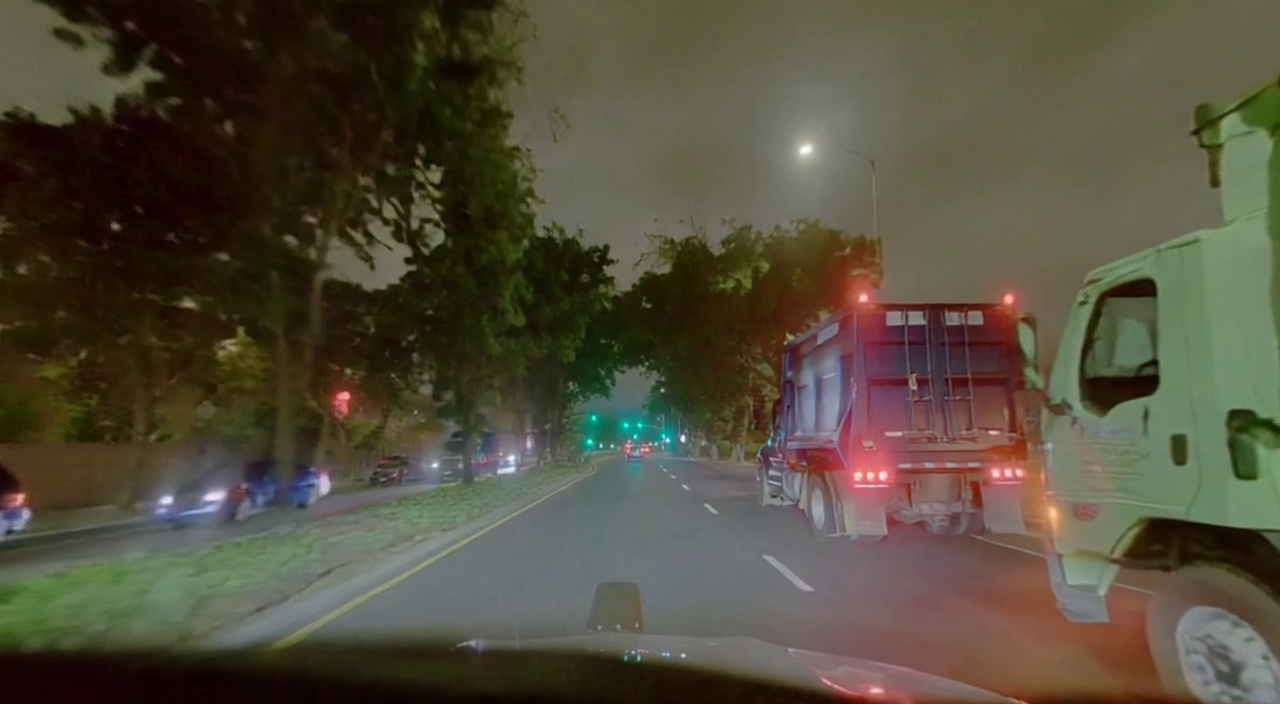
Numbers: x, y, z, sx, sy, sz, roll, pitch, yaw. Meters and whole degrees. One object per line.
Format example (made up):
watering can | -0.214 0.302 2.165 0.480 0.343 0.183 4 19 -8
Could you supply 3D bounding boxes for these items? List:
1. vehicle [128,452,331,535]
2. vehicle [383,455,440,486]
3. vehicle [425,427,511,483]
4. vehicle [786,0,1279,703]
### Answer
vehicle | -10.057 3.435 16.051 2.089 1.754 4.573 0 -9 -1
vehicle | -14.272 7.406 39.774 1.901 1.737 4.557 0 -9 -1
vehicle | -10.551 6.441 39.964 3.257 3.085 9.164 0 -9 -3
vehicle | 3.895 0.375 5.271 2.731 3.407 10.262 0 -9 -1
